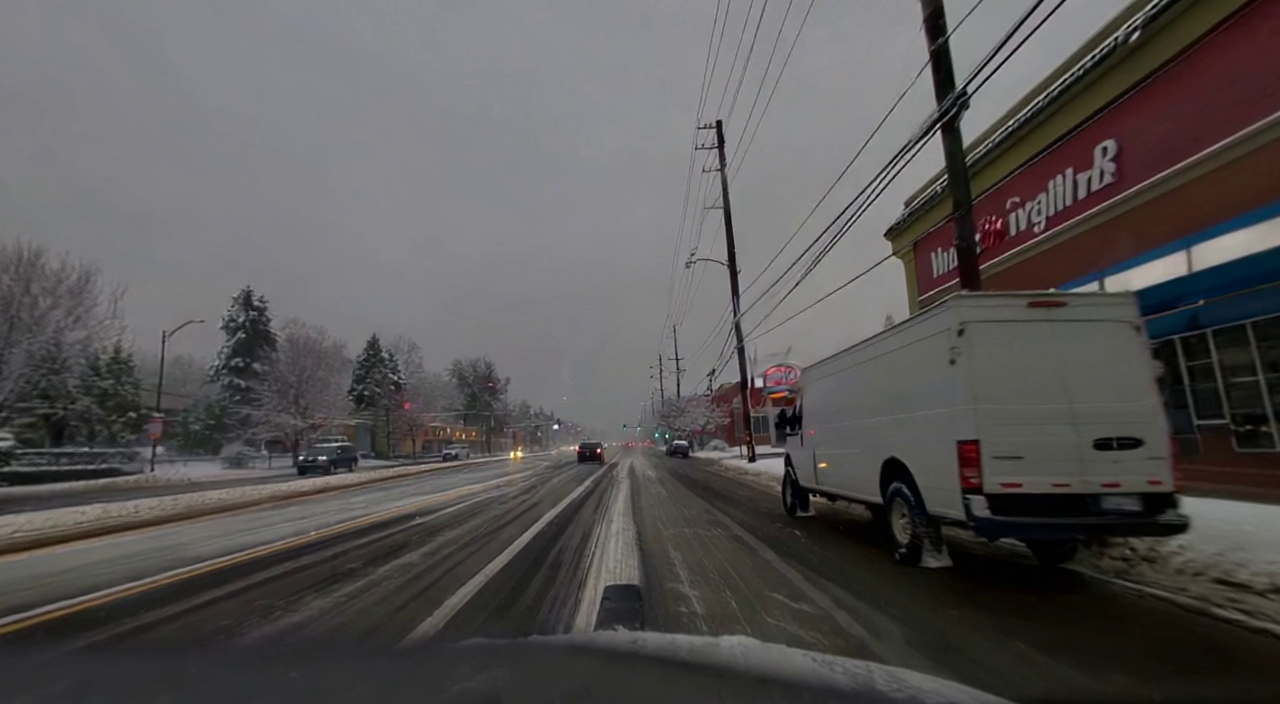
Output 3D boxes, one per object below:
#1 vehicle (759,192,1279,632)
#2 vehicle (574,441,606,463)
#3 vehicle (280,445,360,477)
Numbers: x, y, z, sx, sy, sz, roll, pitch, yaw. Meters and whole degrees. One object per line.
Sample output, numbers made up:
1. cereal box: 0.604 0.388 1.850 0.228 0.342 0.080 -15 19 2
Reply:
1. vehicle: 3.875 0.931 8.392 3.089 3.207 7.611 0 -9 0
2. vehicle: -3.724 7.532 47.690 2.179 1.490 4.742 0 -9 -2
3. vehicle: -18.509 6.309 36.806 2.144 1.725 4.716 0 -9 0
